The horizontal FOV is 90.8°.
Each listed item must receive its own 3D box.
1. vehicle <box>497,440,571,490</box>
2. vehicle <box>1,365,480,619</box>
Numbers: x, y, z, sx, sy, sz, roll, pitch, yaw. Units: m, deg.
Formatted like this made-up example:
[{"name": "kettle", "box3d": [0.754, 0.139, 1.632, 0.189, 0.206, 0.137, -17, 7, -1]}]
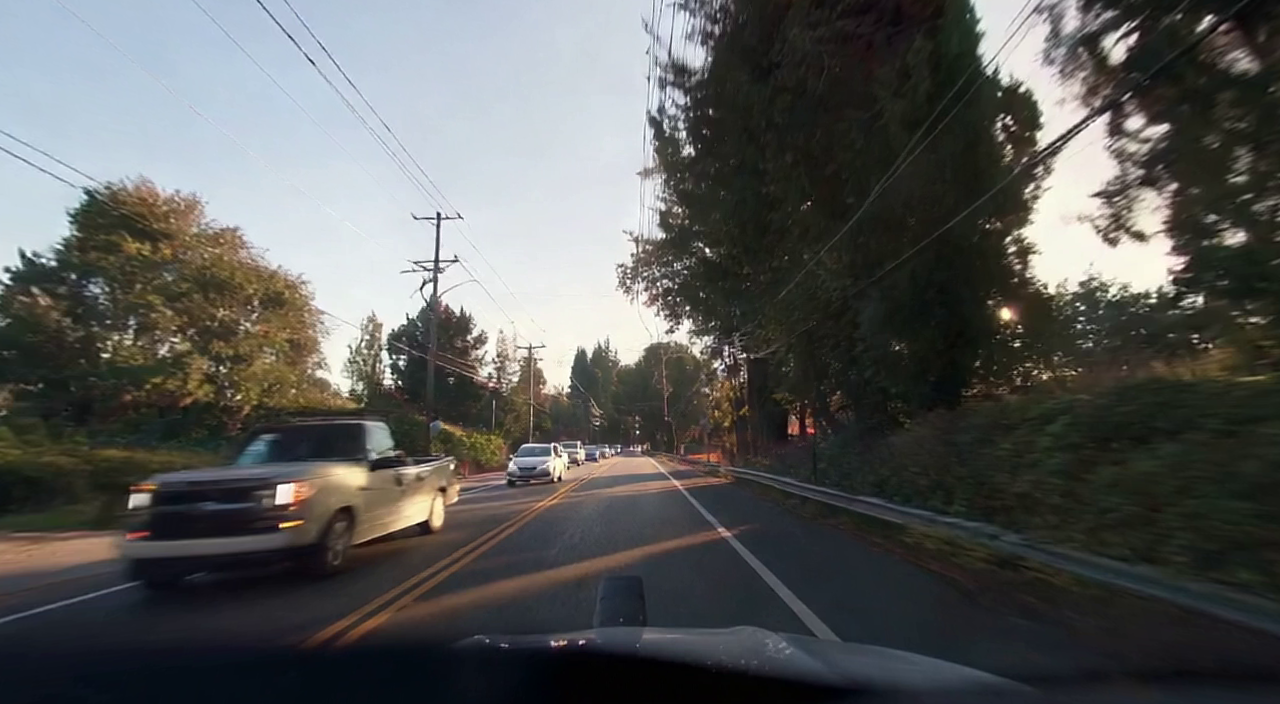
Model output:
[{"name": "vehicle", "box3d": [-4.087, 4.389, 25.078, 2.238, 1.674, 4.657, -2, -8, -2]}, {"name": "vehicle", "box3d": [-4.378, 1.667, 8.812, 2.908, 2.204, 5.985, -2, -8, -2]}]
